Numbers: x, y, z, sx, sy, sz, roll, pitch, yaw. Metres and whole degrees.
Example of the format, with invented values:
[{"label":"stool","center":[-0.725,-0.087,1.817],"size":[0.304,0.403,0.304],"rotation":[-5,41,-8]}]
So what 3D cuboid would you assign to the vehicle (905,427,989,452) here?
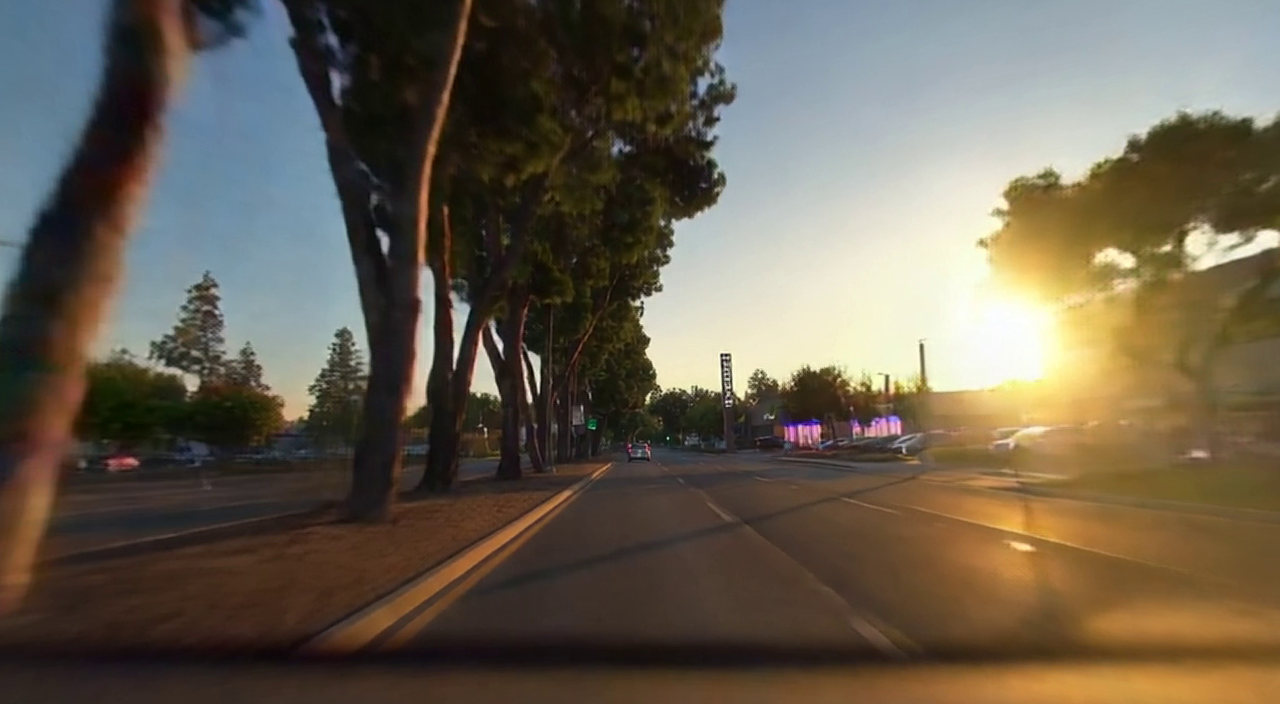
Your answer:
[{"label":"vehicle","center":[20.999,6.042,43.405],"size":[4.682,1.630,1.972],"rotation":[-1,-9,2]}]

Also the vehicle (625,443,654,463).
[{"label":"vehicle","center":[-0.087,7.928,49.807],"size":[2.159,1.461,4.142],"rotation":[0,-8,-1]}]

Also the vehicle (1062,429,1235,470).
[{"label":"vehicle","center":[19.921,3.841,24.989],"size":[2.048,1.462,4.802],"rotation":[5,-10,-32]}]

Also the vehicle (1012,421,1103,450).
[{"label":"vehicle","center":[25.633,5.210,39.062],"size":[1.921,1.678,5.257],"rotation":[0,-9,-2]}]
